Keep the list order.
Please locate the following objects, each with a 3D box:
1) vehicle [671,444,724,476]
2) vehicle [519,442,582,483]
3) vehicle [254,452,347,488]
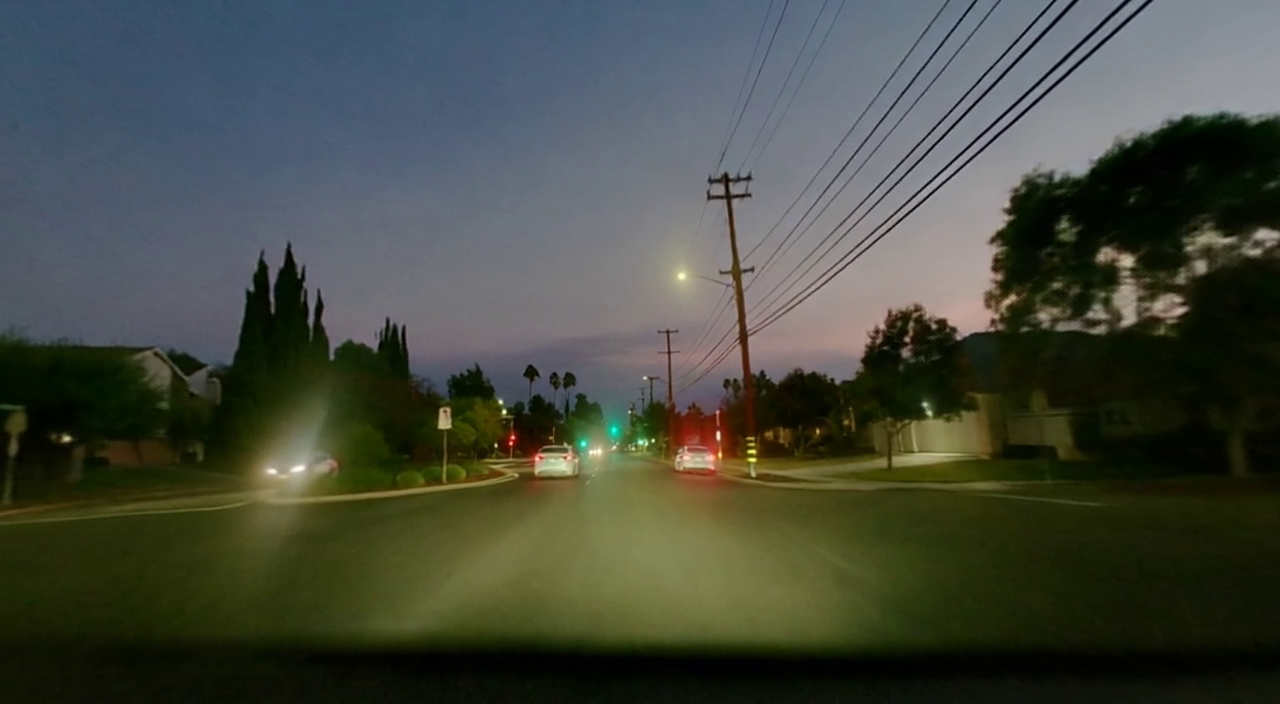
[{"bbox_3d":[2.786,5.314,31.486,2.074,1.450,4.621,0,-8,-2],"label":"vehicle"},{"bbox_3d":[-3.453,4.364,25.256,2.041,1.471,4.602,0,-8,-2],"label":"vehicle"},{"bbox_3d":[-15.695,5.449,29.531,2.143,1.524,4.408,0,-8,-4],"label":"vehicle"}]
